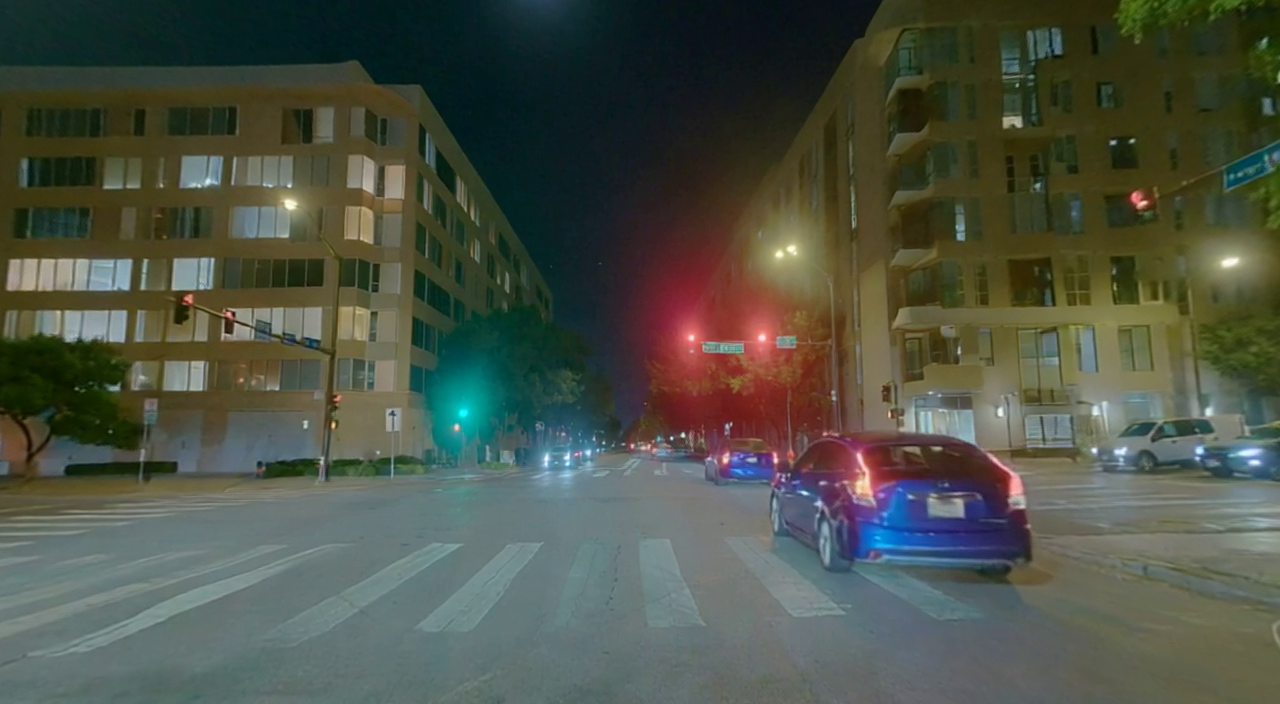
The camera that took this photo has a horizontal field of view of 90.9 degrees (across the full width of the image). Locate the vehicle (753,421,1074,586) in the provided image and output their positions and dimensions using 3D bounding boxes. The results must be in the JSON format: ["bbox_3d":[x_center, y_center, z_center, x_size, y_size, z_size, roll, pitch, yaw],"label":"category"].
[{"bbox_3d":[2.882,1.699,7.965,2.039,1.470,4.355,0,-8,-1],"label":"vehicle"}]

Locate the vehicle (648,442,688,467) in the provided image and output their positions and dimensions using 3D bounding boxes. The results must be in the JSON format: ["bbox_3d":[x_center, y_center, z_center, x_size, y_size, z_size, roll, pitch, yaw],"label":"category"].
[{"bbox_3d":[1.708,6.424,39.791,2.040,1.421,4.550,0,-8,-3],"label":"vehicle"}]

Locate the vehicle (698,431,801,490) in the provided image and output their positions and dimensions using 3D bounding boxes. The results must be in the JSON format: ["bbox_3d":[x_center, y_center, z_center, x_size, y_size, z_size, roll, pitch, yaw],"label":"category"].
[{"bbox_3d":[2.971,3.074,18.221,2.009,1.443,4.509,0,-8,-2],"label":"vehicle"}]

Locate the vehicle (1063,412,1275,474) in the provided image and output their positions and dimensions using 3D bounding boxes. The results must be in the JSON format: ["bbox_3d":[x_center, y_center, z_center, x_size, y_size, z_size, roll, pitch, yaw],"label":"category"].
[{"bbox_3d":[16.924,2.936,20.407,4.802,1.860,2.146,0,-8,1],"label":"vehicle"}]
